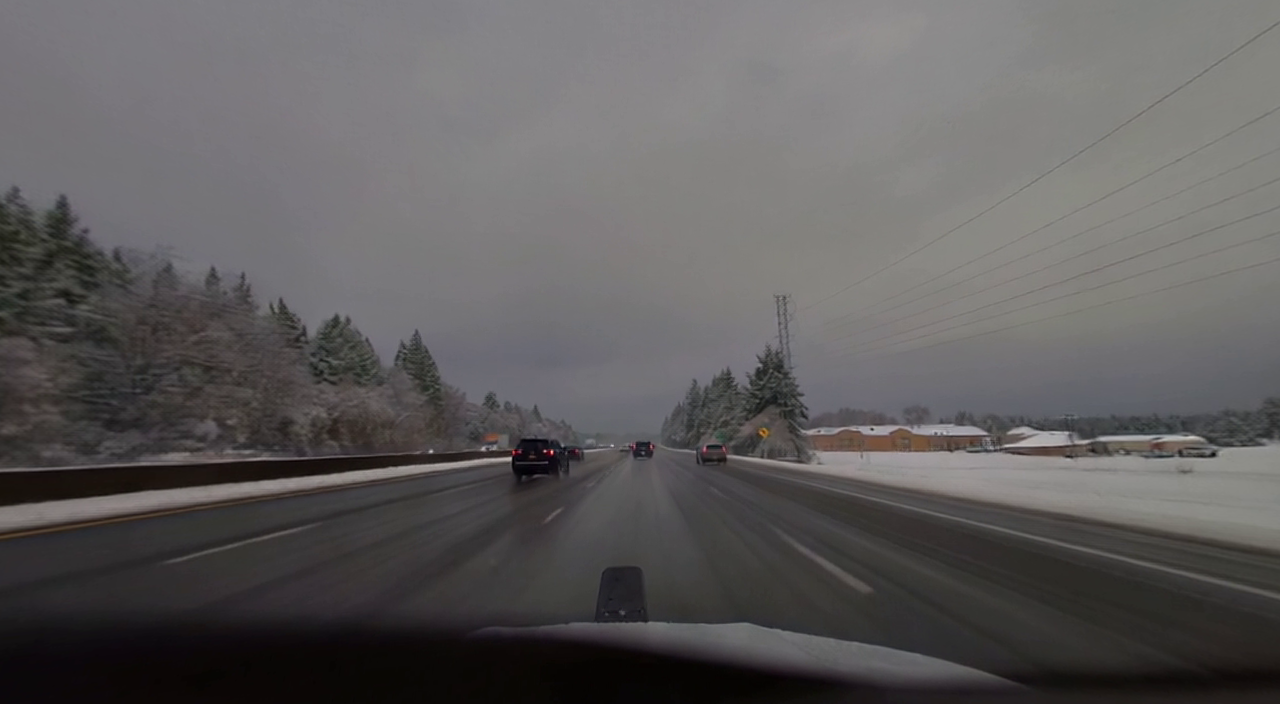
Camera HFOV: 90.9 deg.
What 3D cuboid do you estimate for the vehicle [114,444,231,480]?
[{"bbox_3d":[-21.865,5.125,29.763,1.990,1.548,4.522,0,-8,0],"label":"vehicle"}]

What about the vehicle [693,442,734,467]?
[{"bbox_3d":[4.461,6.285,38.875,1.964,1.479,4.252,0,-8,0],"label":"vehicle"}]

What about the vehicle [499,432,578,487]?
[{"bbox_3d":[-3.399,3.685,21.941,1.961,1.704,4.052,0,-8,1],"label":"vehicle"}]

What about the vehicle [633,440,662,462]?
[{"bbox_3d":[0.575,7.738,49.357,2.156,1.647,3.987,0,-8,0],"label":"vehicle"}]
